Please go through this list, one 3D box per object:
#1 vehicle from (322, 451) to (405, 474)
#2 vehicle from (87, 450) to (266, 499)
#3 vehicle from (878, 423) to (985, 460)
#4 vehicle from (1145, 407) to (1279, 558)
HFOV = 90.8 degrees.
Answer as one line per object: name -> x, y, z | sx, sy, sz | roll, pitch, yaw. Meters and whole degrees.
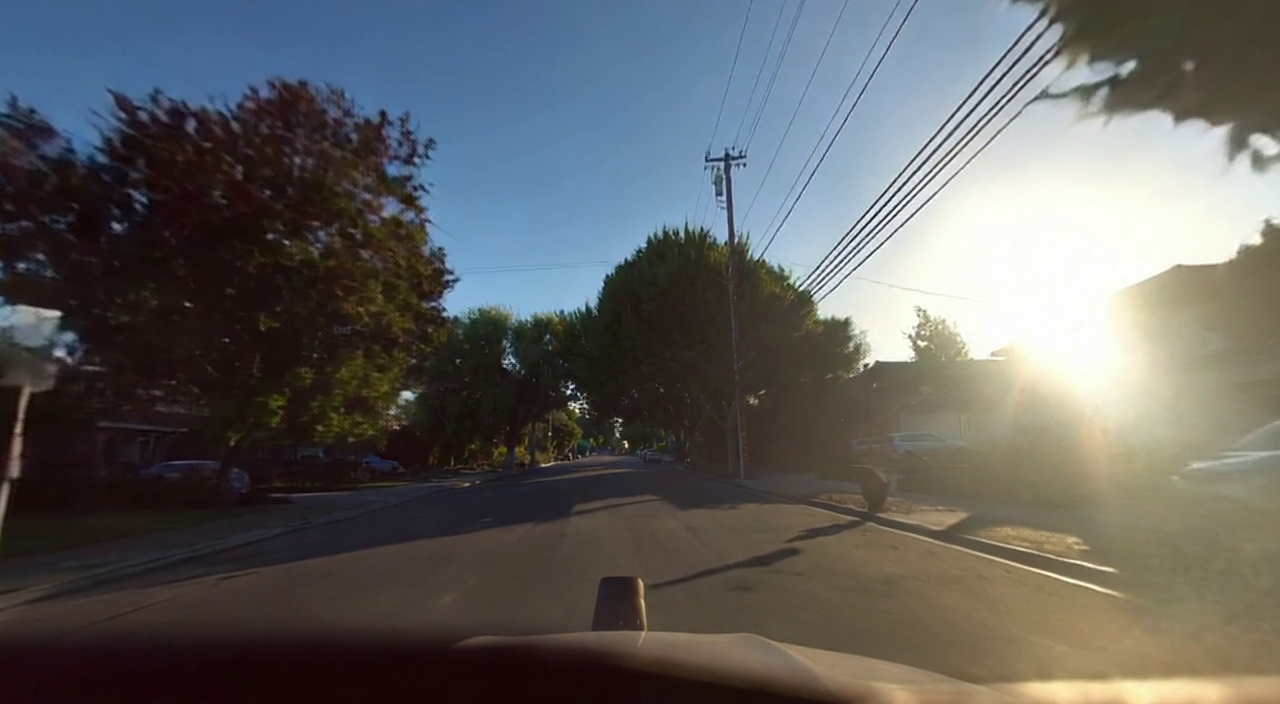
vehicle -> -18.058, 7.198, 41.391 | 4.519, 1.426, 1.903 | 8, -12, -42
vehicle -> -14.996, 3.951, 20.797 | 4.477, 1.449, 1.922 | 5, -10, -32
vehicle -> 15.083, 4.655, 32.837 | 4.562, 1.832, 1.987 | 0, -9, -3
vehicle -> 9.951, 1.460, 8.502 | 4.697, 1.604, 1.838 | -8, -8, -5
